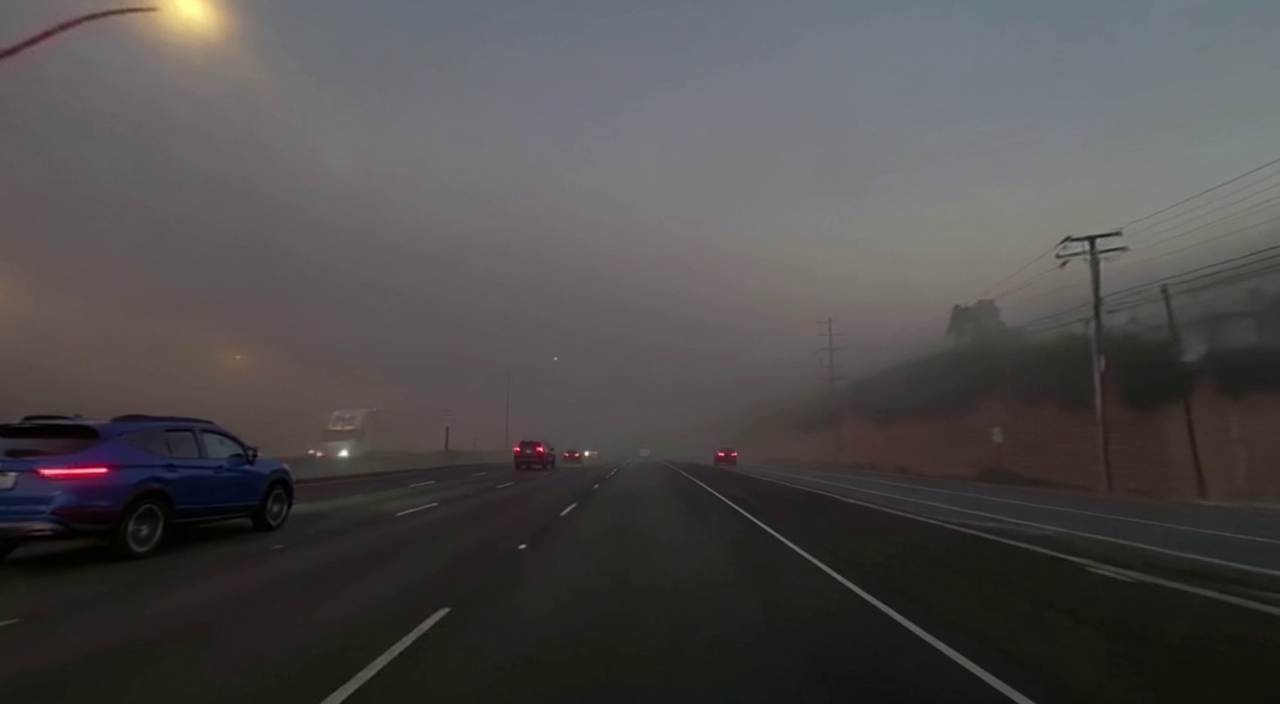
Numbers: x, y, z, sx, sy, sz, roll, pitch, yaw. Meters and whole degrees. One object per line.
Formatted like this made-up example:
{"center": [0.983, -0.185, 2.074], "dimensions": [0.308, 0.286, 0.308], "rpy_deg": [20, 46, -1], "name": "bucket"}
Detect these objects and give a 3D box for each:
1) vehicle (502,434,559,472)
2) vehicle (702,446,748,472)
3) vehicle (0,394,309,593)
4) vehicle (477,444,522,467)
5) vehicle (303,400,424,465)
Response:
{"center": [-6.061, 5.684, 35.498], "dimensions": [2.255, 1.934, 4.868], "rpy_deg": [1, -9, 1], "name": "vehicle"}
{"center": [5.237, 6.667, 39.430], "dimensions": [2.251, 1.520, 4.550], "rpy_deg": [1, -9, -1], "name": "vehicle"}
{"center": [-6.404, 1.556, 7.773], "dimensions": [2.058, 1.698, 4.567], "rpy_deg": [1, -9, 1], "name": "vehicle"}
{"center": [-9.774, 7.226, 44.000], "dimensions": [2.042, 1.485, 4.395], "rpy_deg": [1, -9, 1], "name": "vehicle"}
{"center": [-18.842, 5.797, 44.144], "dimensions": [3.188, 3.921, 11.276], "rpy_deg": [1, -9, 1], "name": "vehicle"}
